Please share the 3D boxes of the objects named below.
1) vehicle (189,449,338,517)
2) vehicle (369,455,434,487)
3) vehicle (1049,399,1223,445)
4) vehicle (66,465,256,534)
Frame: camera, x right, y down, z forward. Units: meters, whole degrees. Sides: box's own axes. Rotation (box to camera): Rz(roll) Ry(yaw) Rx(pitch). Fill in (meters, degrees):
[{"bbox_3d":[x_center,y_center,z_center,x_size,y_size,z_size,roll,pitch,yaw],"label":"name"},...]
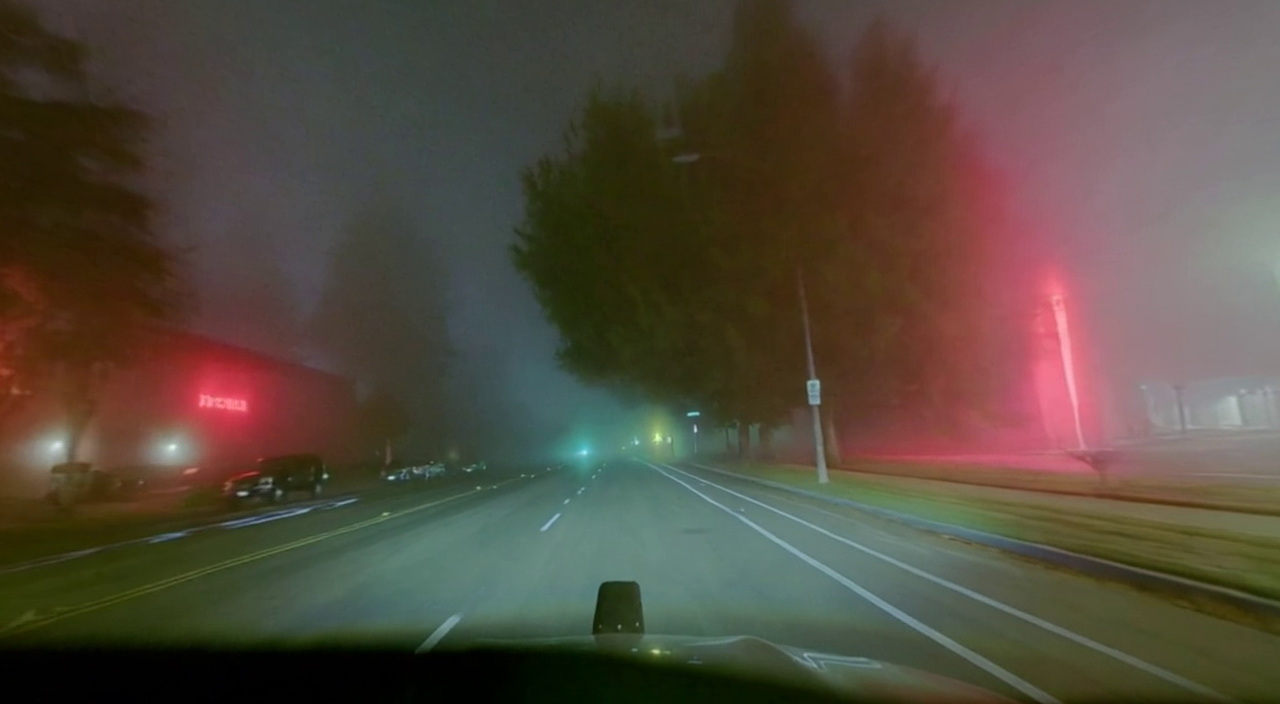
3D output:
[{"bbox_3d":[-12.924,4.462,22.200,2.351,1.905,5.138,-4,-9,-3],"label":"vehicle"},{"bbox_3d":[-13.194,6.557,35.266,1.897,1.564,4.875,0,-8,-2],"label":"vehicle"},{"bbox_3d":[24.525,3.590,31.568,2.392,1.996,6.238,5,-10,-33],"label":"vehicle"},{"bbox_3d":[-12.725,3.907,17.228,1.958,1.457,4.254,0,-9,-3],"label":"vehicle"}]
